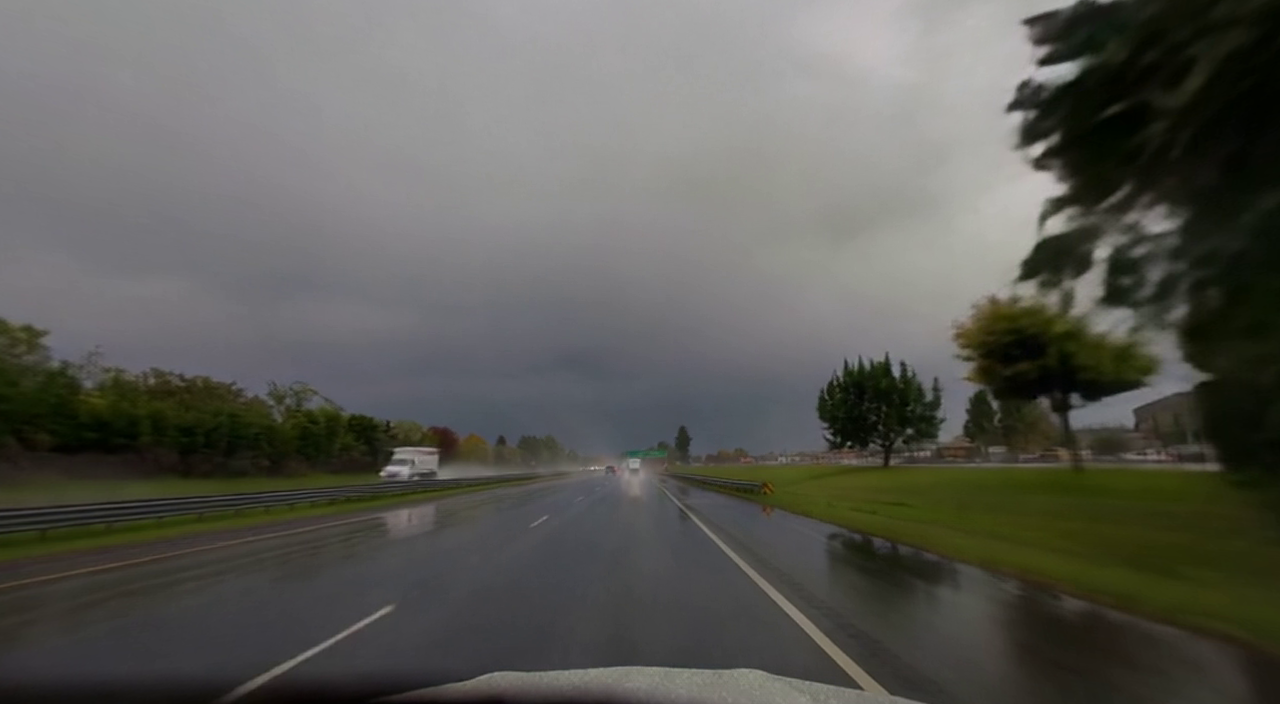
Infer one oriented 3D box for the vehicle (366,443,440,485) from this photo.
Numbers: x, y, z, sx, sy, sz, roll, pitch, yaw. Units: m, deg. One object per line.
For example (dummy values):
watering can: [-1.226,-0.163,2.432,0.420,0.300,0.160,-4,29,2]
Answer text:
vehicle: [-17.968,8.631,48.311,2.657,2.861,7.458,1,-11,0]
